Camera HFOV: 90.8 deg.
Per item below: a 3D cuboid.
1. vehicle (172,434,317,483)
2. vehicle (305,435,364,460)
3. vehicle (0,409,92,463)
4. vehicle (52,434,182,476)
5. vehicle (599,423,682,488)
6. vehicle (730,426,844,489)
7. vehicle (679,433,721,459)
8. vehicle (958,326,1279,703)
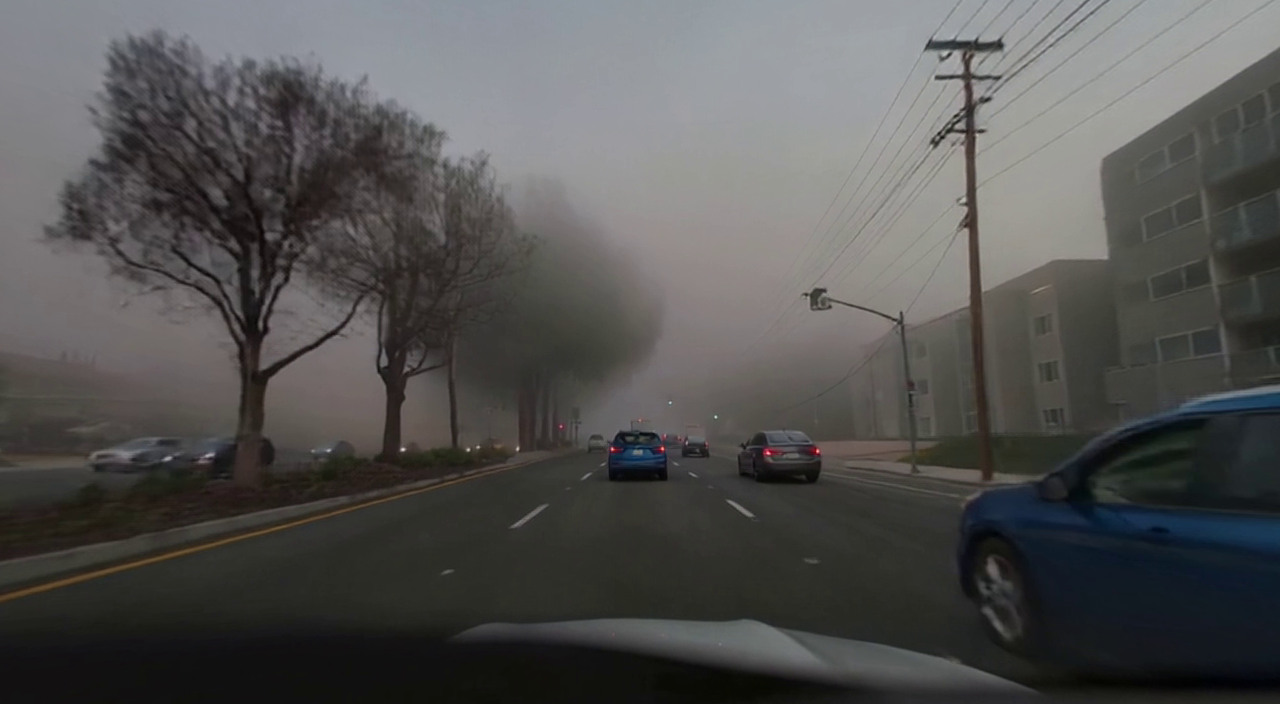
[{"bbox_3d":[-13.862,3.763,22.590,1.951,1.538,4.940,0,-8,0],"label":"vehicle"},{"bbox_3d":[-21.983,6.922,45.646,1.982,1.699,4.421,0,-8,1],"label":"vehicle"},{"bbox_3d":[-47.395,6.230,46.860,9.759,3.784,3.013,2,-9,-7],"label":"vehicle"},{"bbox_3d":[-22.652,4.478,27.631,1.923,1.672,4.303,0,-8,1],"label":"vehicle"},{"bbox_3d":[-0.003,2.894,17.823,2.073,1.606,3.933,0,-8,-1],"label":"vehicle"},{"bbox_3d":[3.911,2.898,17.643,2.086,1.534,4.351,0,-8,0],"label":"vehicle"},{"bbox_3d":[3.608,5.745,38.654,2.054,1.461,4.321,0,-8,-1],"label":"vehicle"},{"bbox_3d":[3.086,0.678,1.501,2.123,1.657,4.719,0,-8,-1],"label":"vehicle"}]
